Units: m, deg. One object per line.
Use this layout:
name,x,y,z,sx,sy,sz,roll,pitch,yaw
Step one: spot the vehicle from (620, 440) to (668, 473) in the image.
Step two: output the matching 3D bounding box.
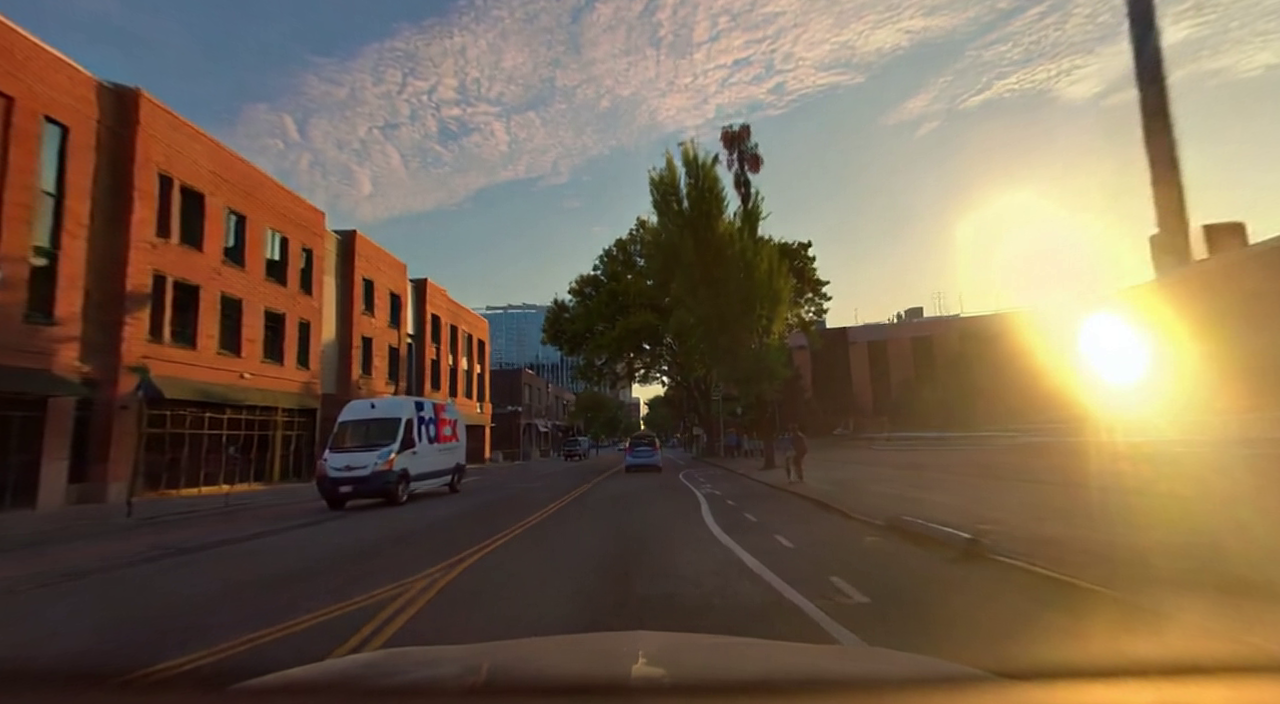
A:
vehicle,0.253,5.494,33.529,2.356,1.572,4.810,0,-8,2

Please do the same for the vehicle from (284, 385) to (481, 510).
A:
vehicle,-7.212,2.839,19.122,2.754,3.065,7.103,0,-8,2
